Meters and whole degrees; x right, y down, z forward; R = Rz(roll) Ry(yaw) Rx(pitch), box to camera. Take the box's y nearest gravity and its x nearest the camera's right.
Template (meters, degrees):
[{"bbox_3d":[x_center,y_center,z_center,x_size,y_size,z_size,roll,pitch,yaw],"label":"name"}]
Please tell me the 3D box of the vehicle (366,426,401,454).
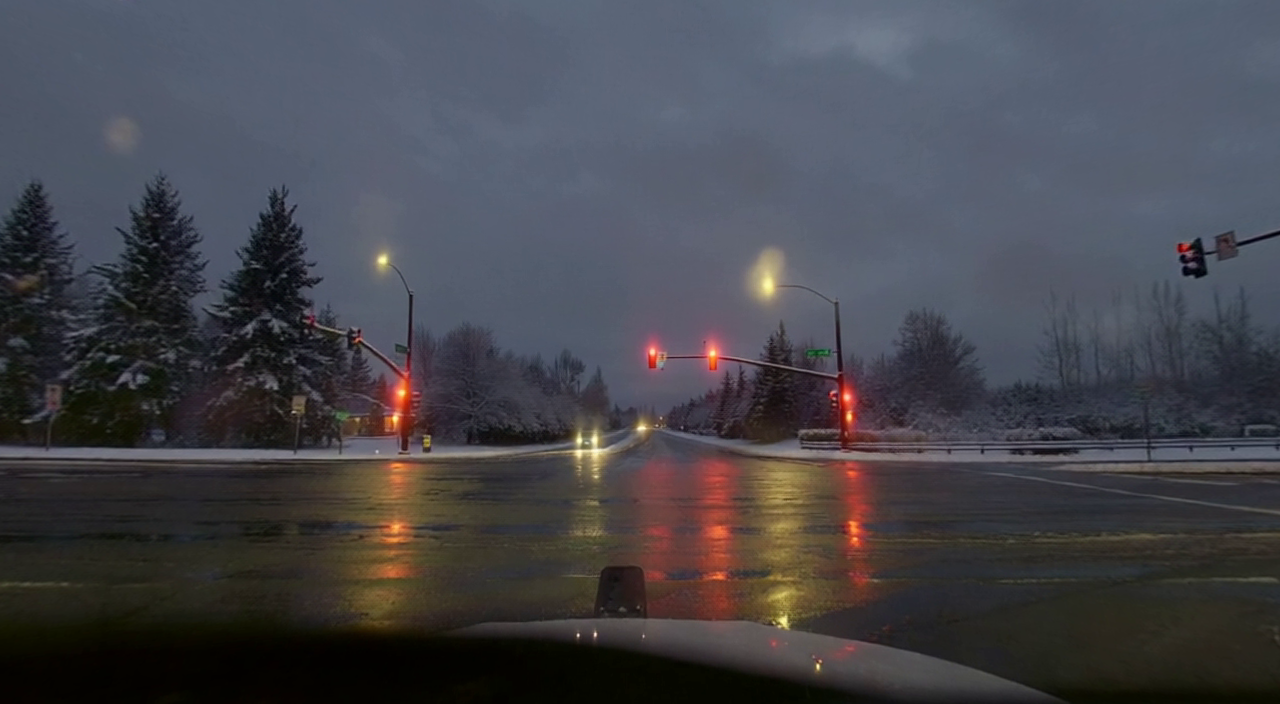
[{"bbox_3d":[-20.004,6.851,48.878,1.873,2.079,2.879,5,-10,-33],"label":"vehicle"}]
